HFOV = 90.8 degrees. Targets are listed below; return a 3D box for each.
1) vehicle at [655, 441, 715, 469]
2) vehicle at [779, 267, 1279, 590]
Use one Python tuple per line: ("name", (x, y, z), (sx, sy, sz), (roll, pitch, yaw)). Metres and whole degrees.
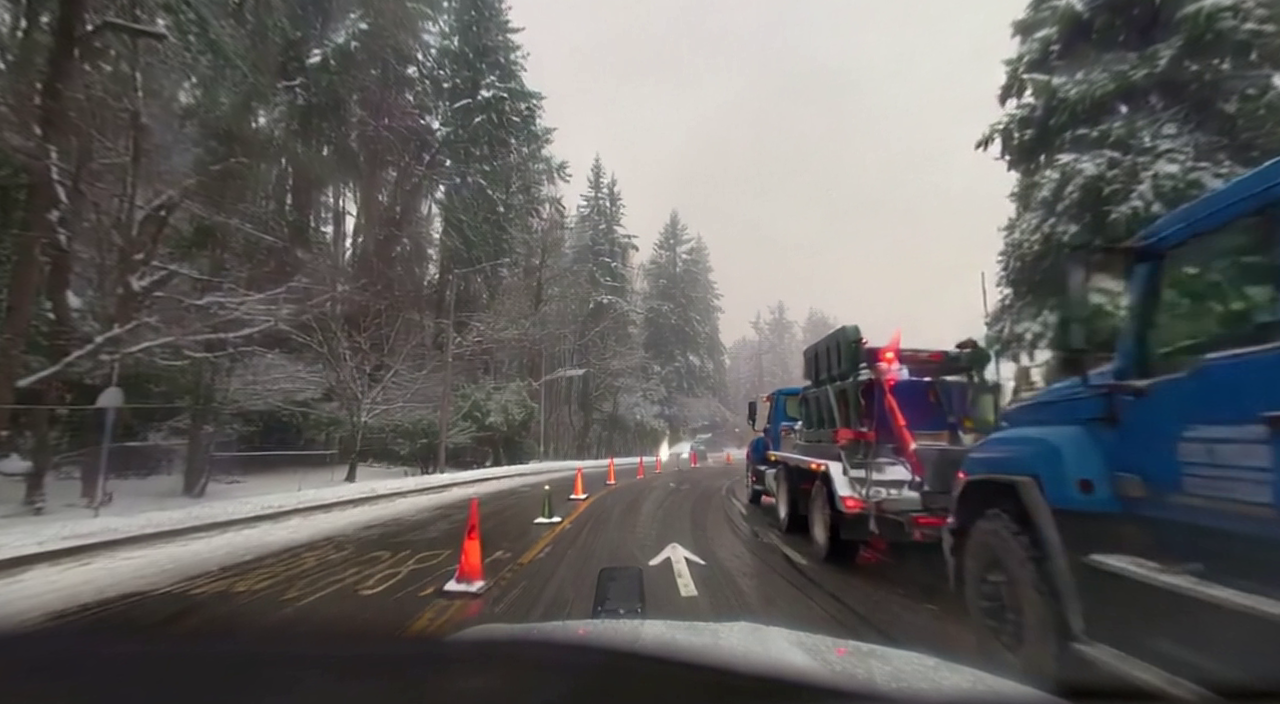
("vehicle", (2.704, 5.993, 37.041), (1.945, 1.494, 4.201), (-4, -9, 27))
("vehicle", (3.564, 0.911, 7.445), (2.874, 2.542, 4.840), (0, -9, 2))
